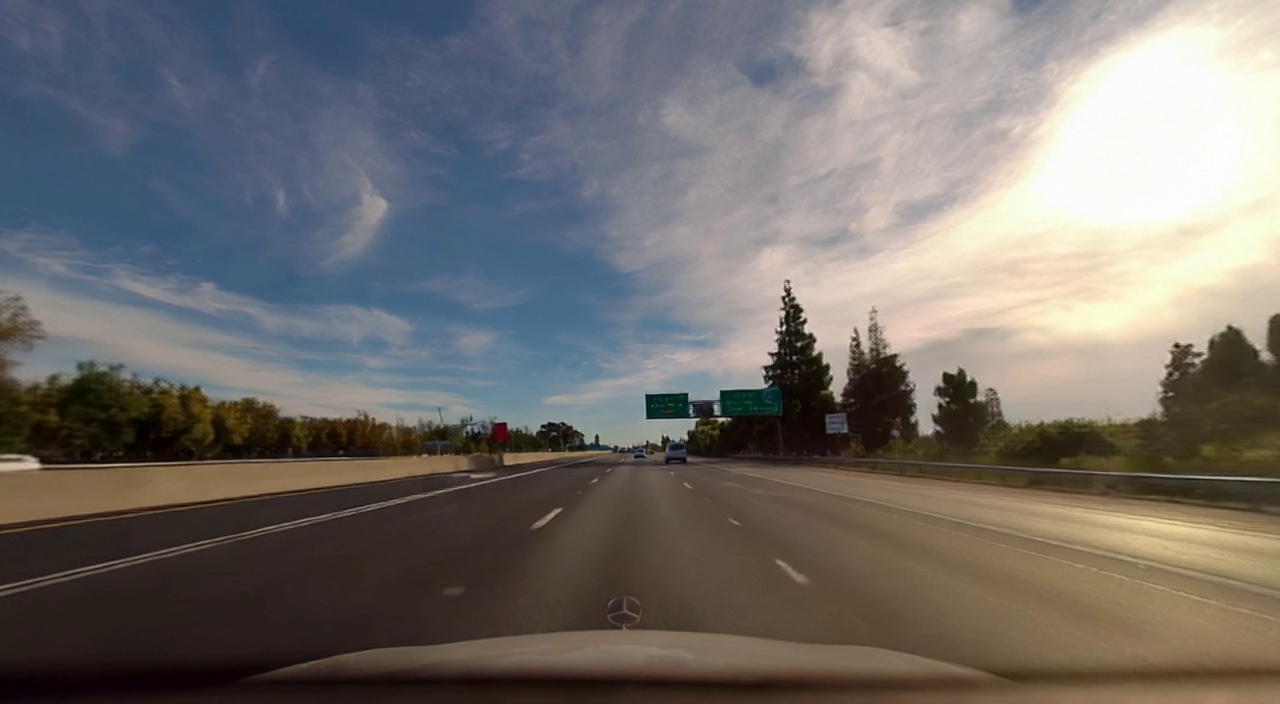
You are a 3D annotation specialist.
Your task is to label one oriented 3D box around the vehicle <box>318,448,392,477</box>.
[{"bbox_3d":[-15.642,6.075,34.911,1.903,1.486,4.666,0,-9,1],"label":"vehicle"}]
